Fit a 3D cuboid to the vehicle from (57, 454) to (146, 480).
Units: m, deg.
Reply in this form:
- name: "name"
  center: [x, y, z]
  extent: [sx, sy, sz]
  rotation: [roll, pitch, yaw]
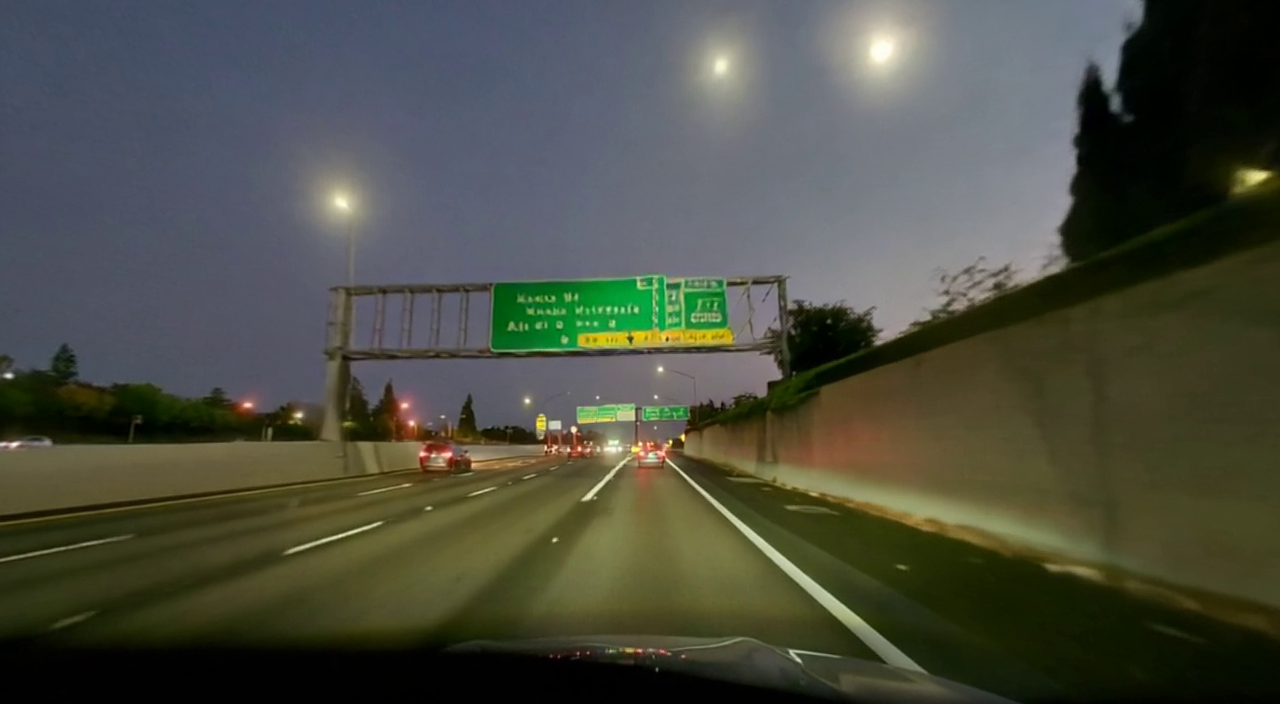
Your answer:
- name: "vehicle"
  center: [-35.518, 7.578, 41.777]
  extent: [1.982, 1.507, 4.757]
  rotation: [0, -8, -4]

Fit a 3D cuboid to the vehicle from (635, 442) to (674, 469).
- name: "vehicle"
  center: [0.837, 6.054, 37.080]
  extent: [2.137, 1.461, 3.999]
  rotation: [-1, -8, 1]

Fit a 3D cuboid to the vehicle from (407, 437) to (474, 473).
- name: "vehicle"
  center: [-11.033, 5.712, 35.221]
  extent: [2.246, 1.812, 4.740]
  rotation: [-1, -8, -1]

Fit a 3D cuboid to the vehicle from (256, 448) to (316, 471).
- name: "vehicle"
  center: [-25.948, 7.866, 46.392]
  extent: [2.003, 1.506, 4.340]
  rotation: [-1, -8, -2]
